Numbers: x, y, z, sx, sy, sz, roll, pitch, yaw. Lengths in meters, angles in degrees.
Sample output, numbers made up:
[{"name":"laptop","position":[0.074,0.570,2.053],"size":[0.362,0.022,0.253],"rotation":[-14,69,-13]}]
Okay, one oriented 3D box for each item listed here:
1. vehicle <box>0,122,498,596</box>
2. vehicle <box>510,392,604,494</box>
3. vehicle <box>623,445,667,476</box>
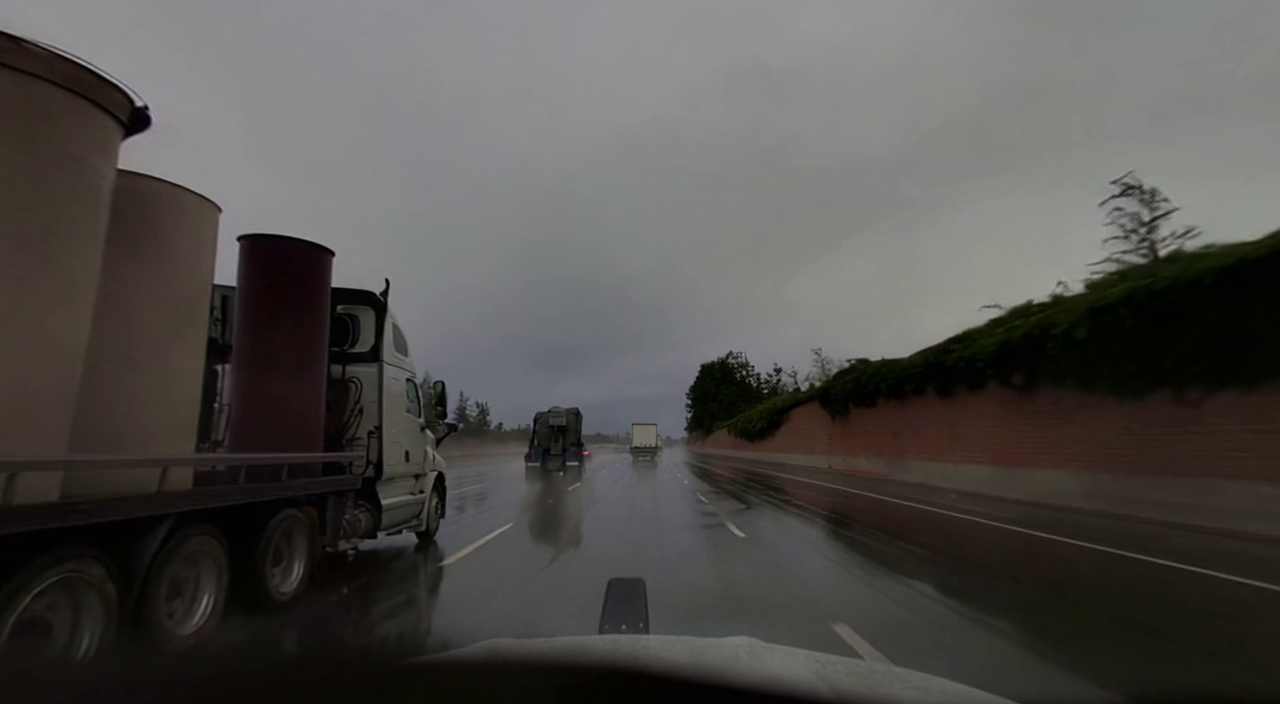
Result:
[{"name":"vehicle","position":[-4.096,0.383,8.159],"size":[2.998,3.992,5.800],"rotation":[0,-8,1]},{"name":"vehicle","position":[-2.831,3.361,23.395],"size":[2.798,3.071,8.412],"rotation":[1,-8,-4]},{"name":"vehicle","position":[0.212,5.435,31.947],"size":[2.041,1.462,4.548],"rotation":[0,-8,-1]}]
